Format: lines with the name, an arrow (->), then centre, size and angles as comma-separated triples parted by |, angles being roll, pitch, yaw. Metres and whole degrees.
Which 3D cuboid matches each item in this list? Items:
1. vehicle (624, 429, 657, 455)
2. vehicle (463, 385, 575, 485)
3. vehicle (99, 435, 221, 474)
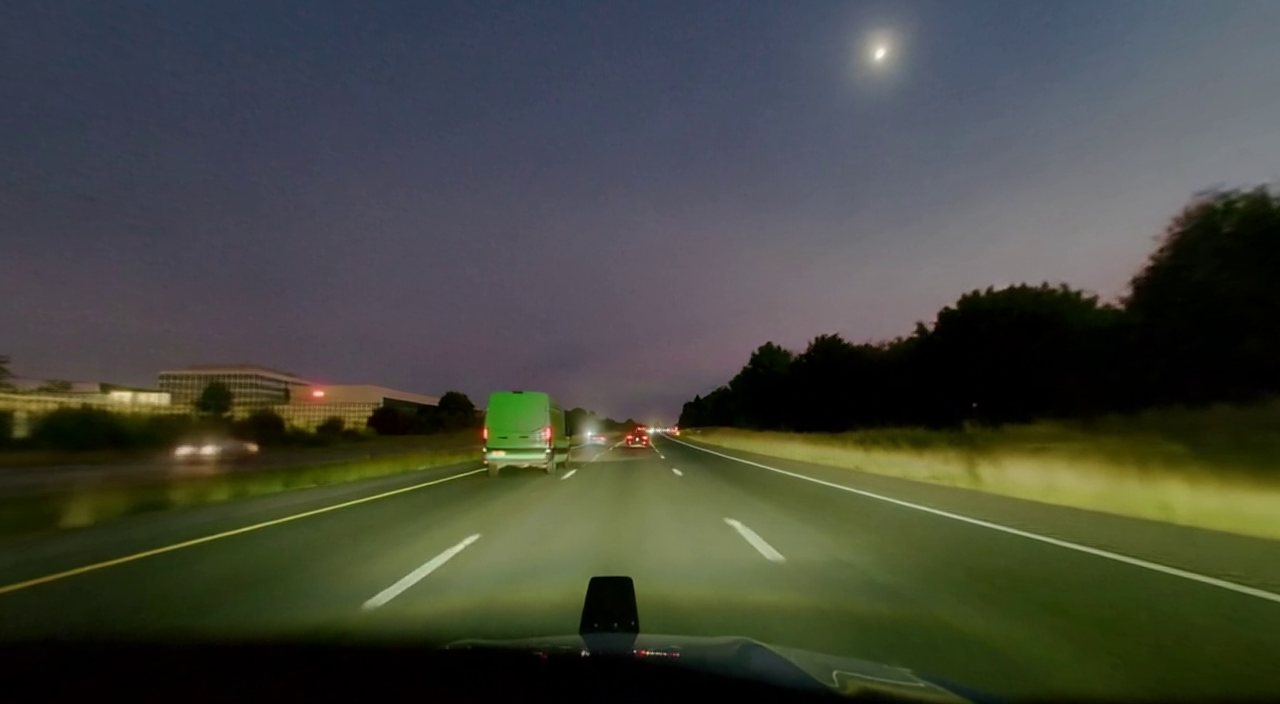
vehicle -> 0.007, 6.157, 43.075 | 2.104, 1.646, 4.176 | 0, -8, -1
vehicle -> -3.448, 2.559, 19.406 | 2.424, 2.577, 5.828 | 0, -8, -1
vehicle -> -20.826, 4.445, 27.626 | 1.924, 1.562, 4.340 | 0, -8, 0
